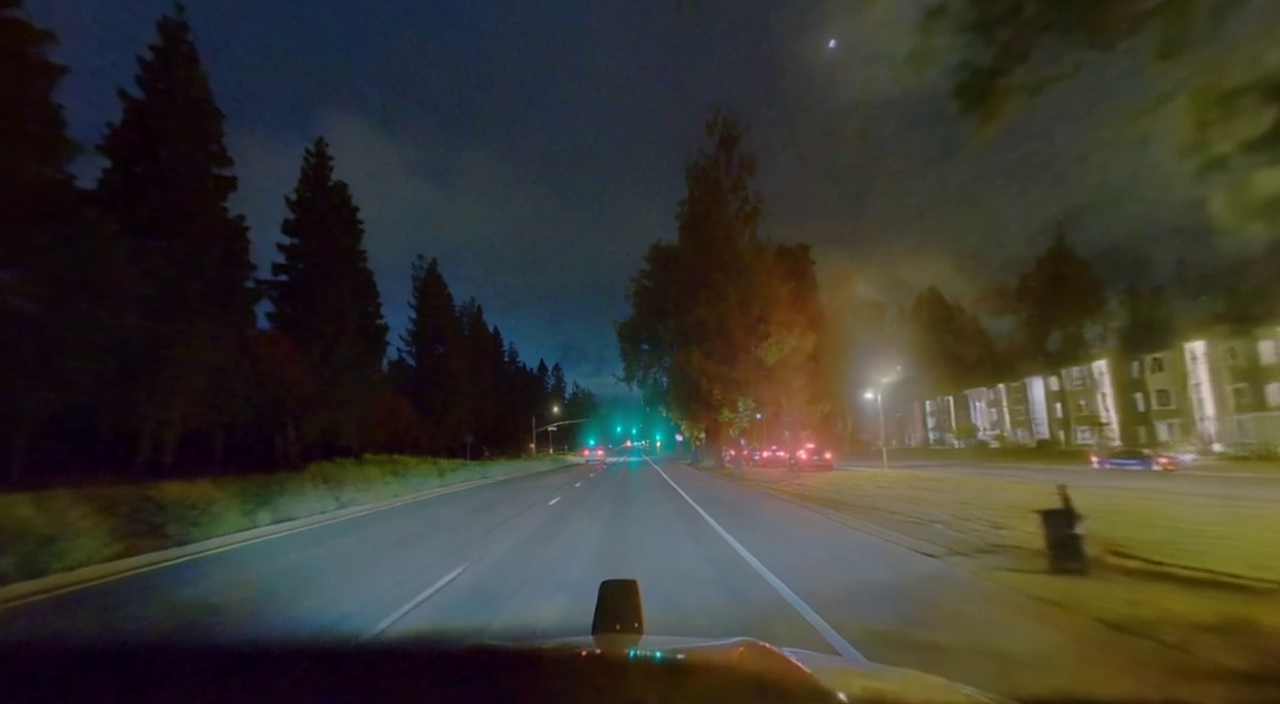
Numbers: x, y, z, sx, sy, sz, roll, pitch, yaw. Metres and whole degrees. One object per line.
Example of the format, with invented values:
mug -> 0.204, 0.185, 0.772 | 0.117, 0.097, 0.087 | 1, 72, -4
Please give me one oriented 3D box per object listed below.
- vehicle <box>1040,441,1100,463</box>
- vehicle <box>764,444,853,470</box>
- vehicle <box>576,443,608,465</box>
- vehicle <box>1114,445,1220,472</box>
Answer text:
vehicle -> 33.791, 7.857, 49.729 | 1.852, 1.604, 3.693 | 1, -8, -5
vehicle -> 9.662, 6.022, 36.433 | 4.466, 1.440, 2.091 | 1, -8, -5
vehicle -> -3.457, 7.371, 45.885 | 2.030, 1.550, 3.925 | 0, -8, 0
vehicle -> 30.402, 6.105, 36.654 | 1.791, 1.444, 4.603 | 1, -8, -8
